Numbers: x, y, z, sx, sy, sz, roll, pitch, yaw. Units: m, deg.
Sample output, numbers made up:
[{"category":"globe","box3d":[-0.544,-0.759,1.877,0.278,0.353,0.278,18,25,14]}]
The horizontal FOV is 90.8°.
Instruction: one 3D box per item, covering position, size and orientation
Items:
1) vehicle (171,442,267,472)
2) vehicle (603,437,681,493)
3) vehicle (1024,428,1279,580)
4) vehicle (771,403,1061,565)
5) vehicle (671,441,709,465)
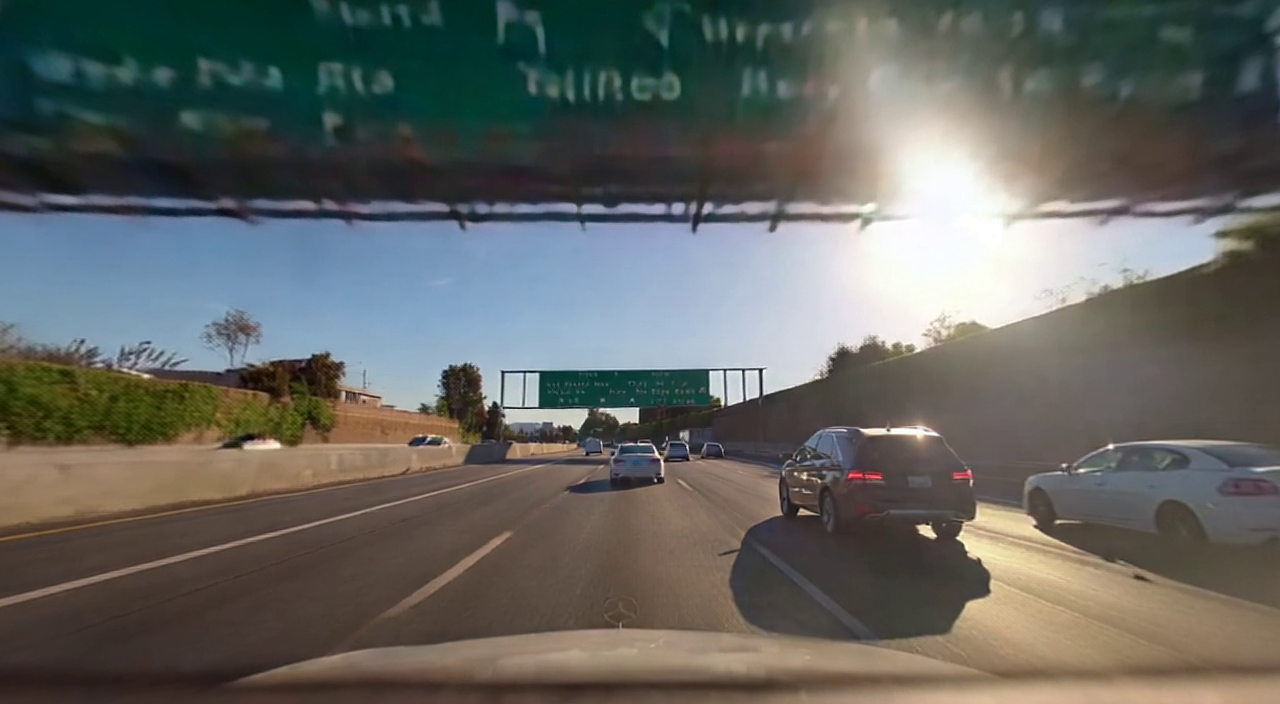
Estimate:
[{"category":"vehicle","box3d":[-21.448,5.339,32.423,1.992,1.424,4.365,0,-8,-1]},{"category":"vehicle","box3d":[0.011,3.338,19.019,2.098,1.475,3.997,0,-8,-1]},{"category":"vehicle","box3d":[7.186,1.749,7.971,1.872,1.469,4.414,0,-8,0]},{"category":"vehicle","box3d":[3.596,1.829,9.509,2.162,1.800,4.693,0,-8,-1]},{"category":"vehicle","box3d":[3.302,6.770,42.509,1.998,1.490,4.296,0,-8,-2]}]
